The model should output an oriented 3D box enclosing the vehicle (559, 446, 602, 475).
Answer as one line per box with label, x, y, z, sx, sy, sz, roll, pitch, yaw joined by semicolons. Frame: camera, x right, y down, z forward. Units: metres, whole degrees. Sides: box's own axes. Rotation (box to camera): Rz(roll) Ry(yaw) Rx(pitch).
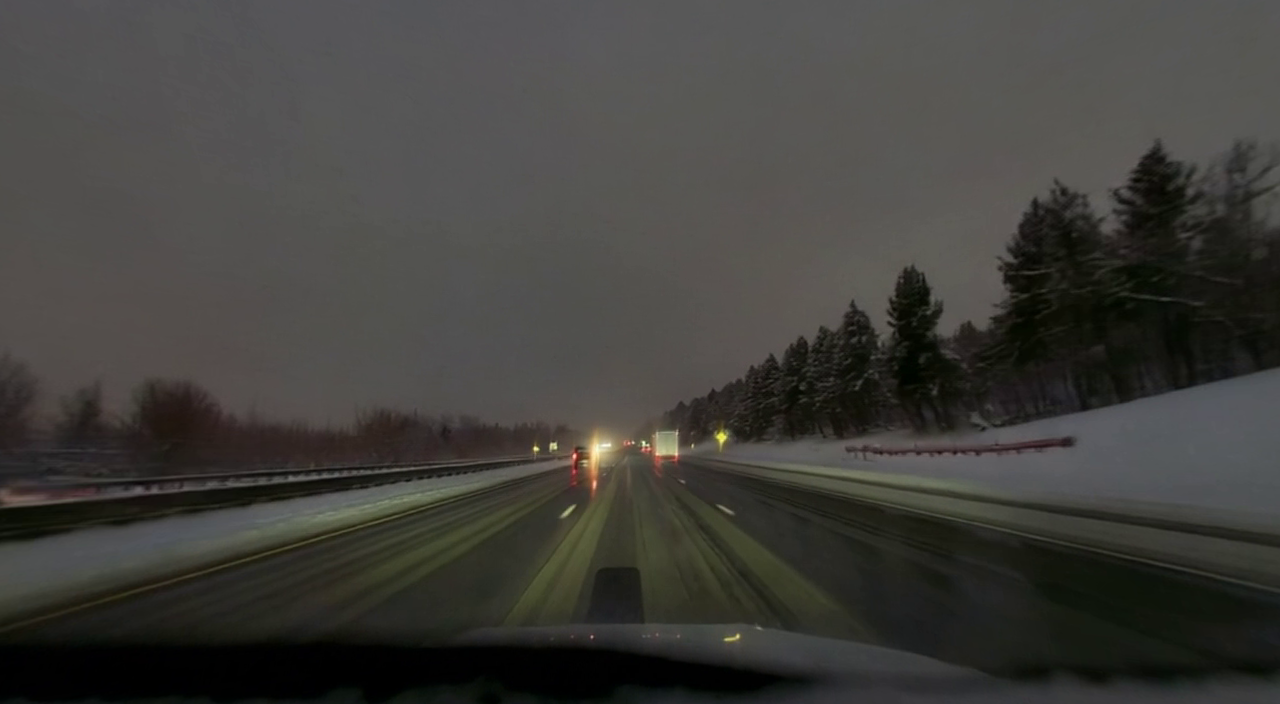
vehicle;-3.302;6.129;35.634;2.100;1.525;4.179;0;-9;0
